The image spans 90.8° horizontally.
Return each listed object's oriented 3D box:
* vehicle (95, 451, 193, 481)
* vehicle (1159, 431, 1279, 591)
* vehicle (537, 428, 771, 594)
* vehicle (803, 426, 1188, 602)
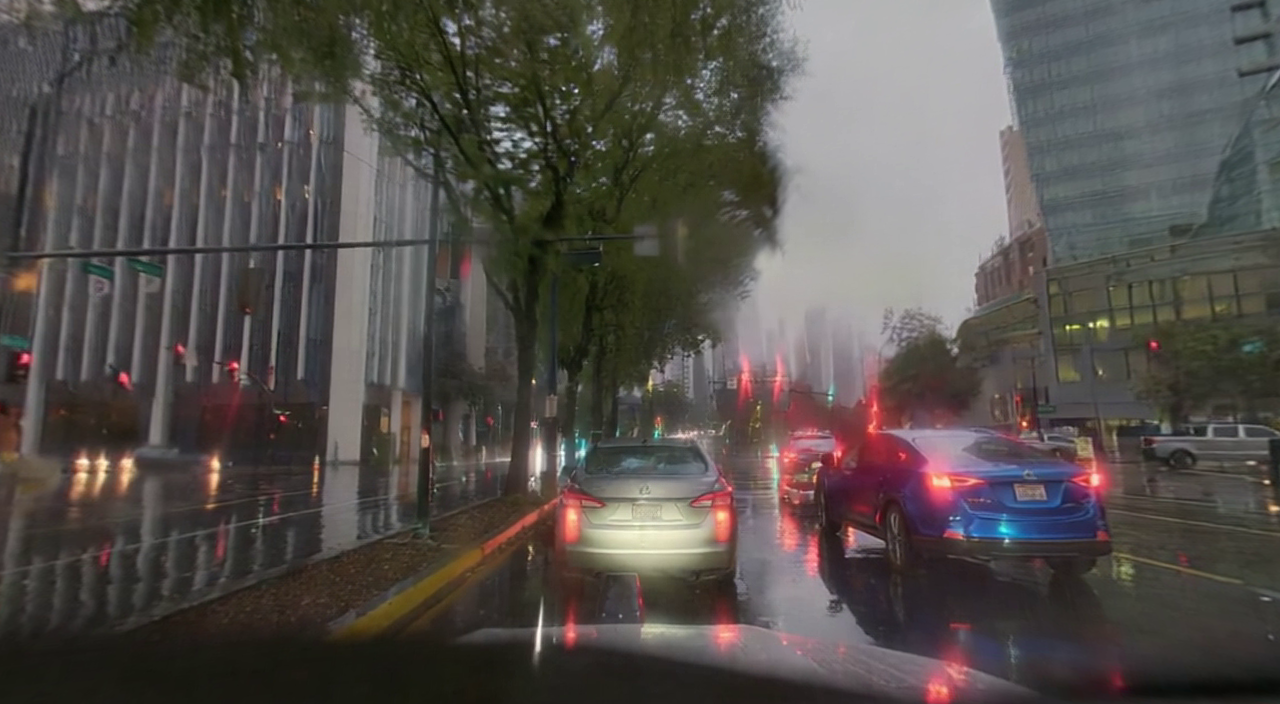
[{"bbox_3d":[-26.663,6.127,34.039,3.657,1.528,1.783,1,-9,-3],"label":"vehicle"},{"bbox_3d":[7.202,1.399,5.198,2.085,1.518,4.455,0,-9,1],"label":"vehicle"},{"bbox_3d":[0.094,1.733,7.730,2.087,1.468,4.014,0,-9,-1],"label":"vehicle"},{"bbox_3d":[3.644,1.738,7.741,2.018,1.491,4.544,0,-9,-1],"label":"vehicle"}]
